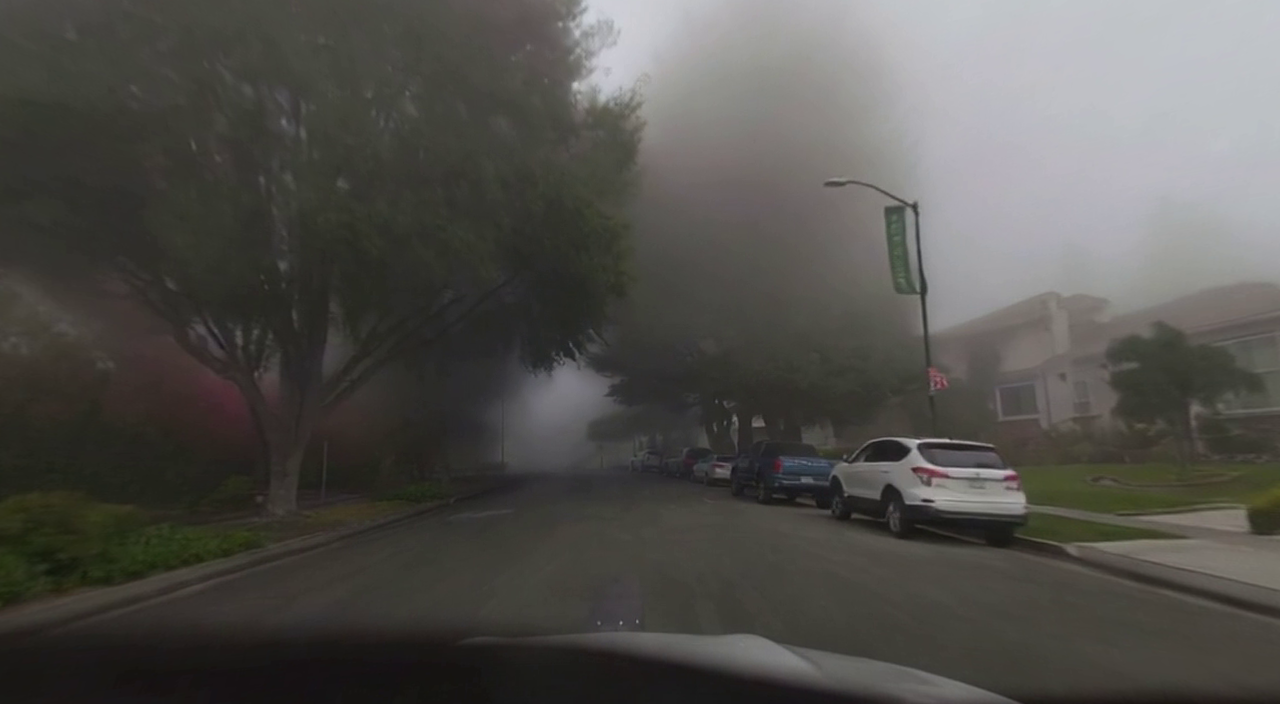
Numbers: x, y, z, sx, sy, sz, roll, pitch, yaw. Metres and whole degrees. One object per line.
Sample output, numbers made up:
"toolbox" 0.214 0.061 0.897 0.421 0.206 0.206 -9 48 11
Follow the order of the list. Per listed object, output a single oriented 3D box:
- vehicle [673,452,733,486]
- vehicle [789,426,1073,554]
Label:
"vehicle" 3.612 6.823 37.223 2.111 1.771 4.942 2 -9 -11
"vehicle" 5.209 2.617 12.835 2.715 1.900 6.163 1 -9 -1
